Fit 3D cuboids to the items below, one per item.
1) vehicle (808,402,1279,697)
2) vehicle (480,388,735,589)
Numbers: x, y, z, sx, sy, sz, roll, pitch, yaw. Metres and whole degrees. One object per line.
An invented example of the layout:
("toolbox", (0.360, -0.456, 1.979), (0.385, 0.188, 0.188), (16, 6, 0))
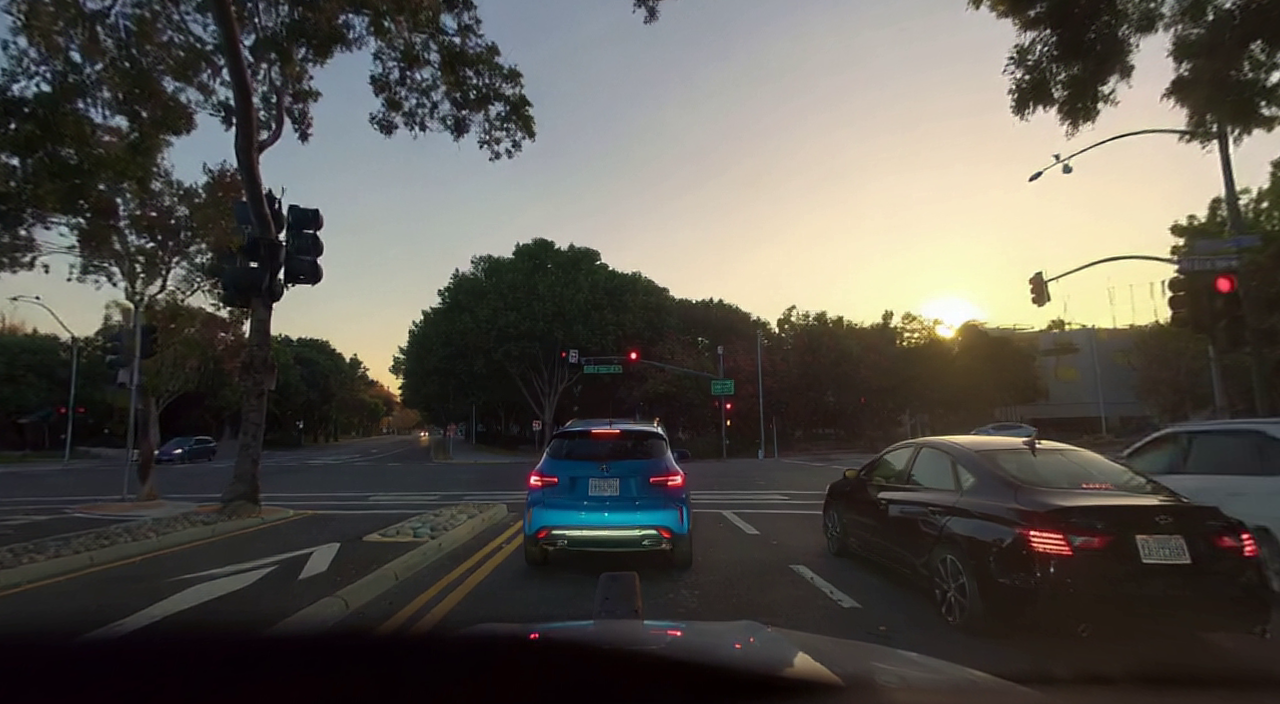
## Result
("vehicle", (3.164, 1.399, 5.760), (1.932, 1.562, 4.629), (0, -9, -1))
("vehicle", (-0.345, 1.524, 7.784), (2.247, 1.760, 4.231), (0, -9, -2))
